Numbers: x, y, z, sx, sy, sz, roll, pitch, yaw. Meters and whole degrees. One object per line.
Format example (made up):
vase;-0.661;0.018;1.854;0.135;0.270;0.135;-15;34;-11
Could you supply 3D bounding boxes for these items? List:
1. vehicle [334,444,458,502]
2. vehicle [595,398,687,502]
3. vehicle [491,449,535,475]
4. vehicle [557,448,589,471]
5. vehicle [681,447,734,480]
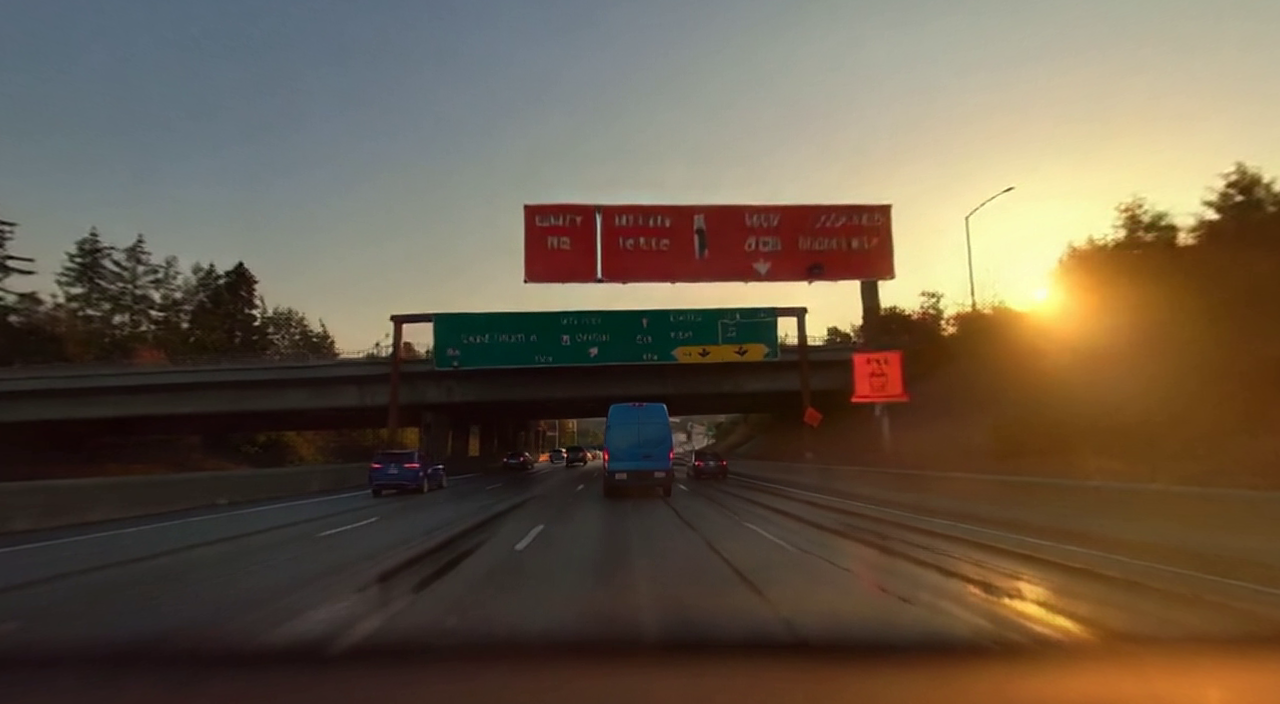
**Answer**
vehicle;-7.048;3.525;18.675;2.003;1.498;4.386;0;-9;-1
vehicle;-0.145;2.814;18.143;2.268;2.551;5.144;0;-9;-4
vehicle;-7.830;6.795;38.992;2.026;1.506;4.102;0;-9;-3
vehicle;-4.697;7.580;44.277;2.002;1.536;4.021;0;-9;-3
vehicle;3.247;5.489;31.191;2.015;1.491;4.732;0;-9;-1
